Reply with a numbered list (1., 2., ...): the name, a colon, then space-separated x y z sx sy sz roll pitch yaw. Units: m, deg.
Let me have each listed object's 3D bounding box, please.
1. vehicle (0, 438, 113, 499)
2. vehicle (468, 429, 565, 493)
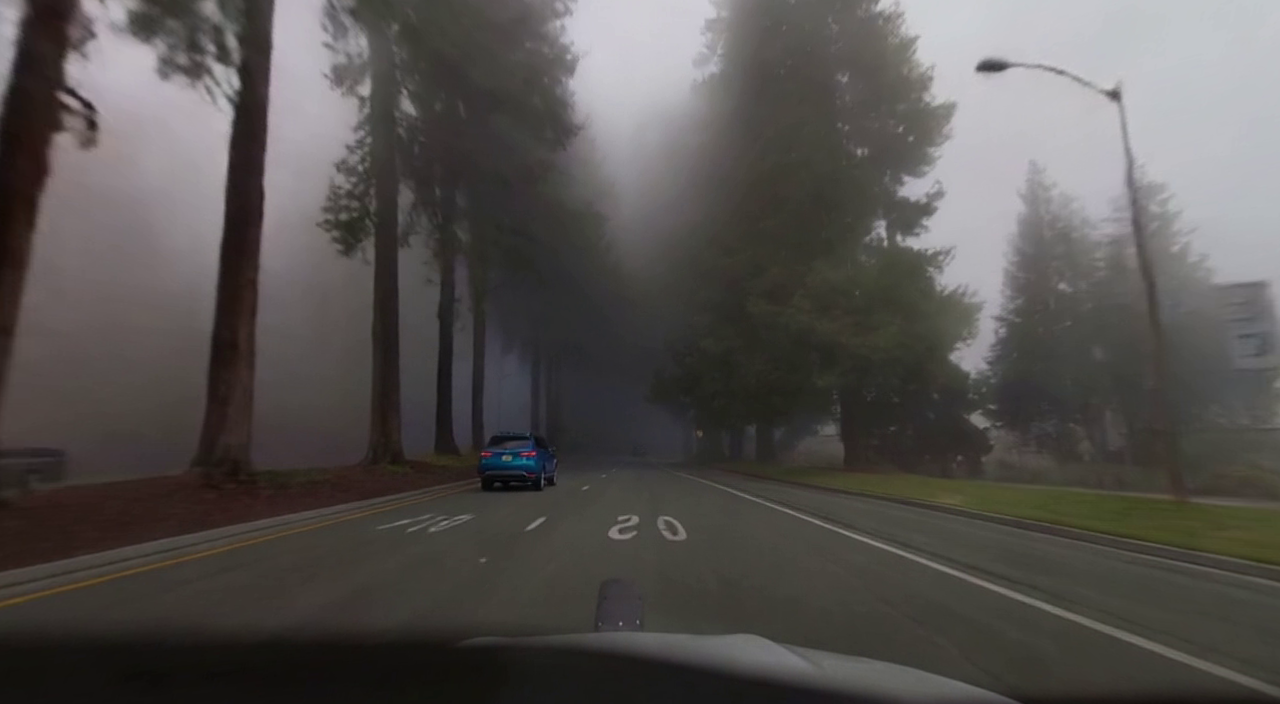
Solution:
1. vehicle: -25.831 4.590 25.152 2.691 2.305 8.031 0 -8 1
2. vehicle: -3.659 3.326 19.571 2.078 1.748 4.279 0 -8 0
